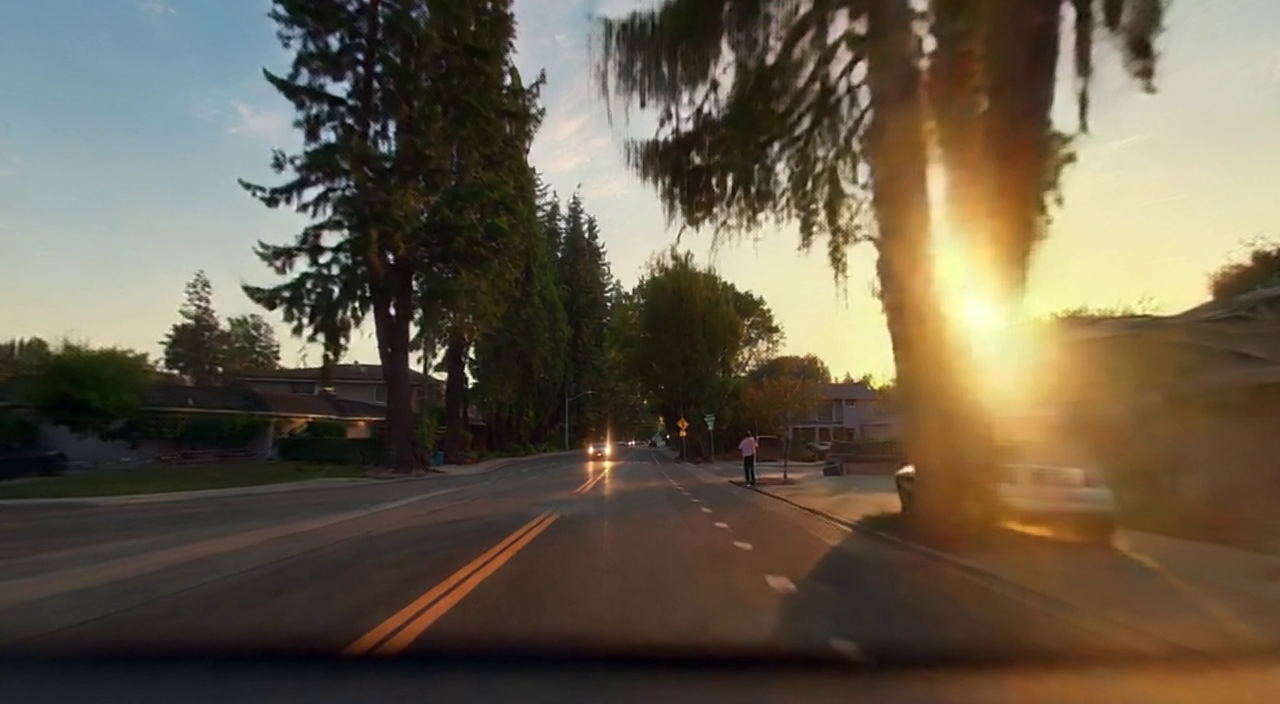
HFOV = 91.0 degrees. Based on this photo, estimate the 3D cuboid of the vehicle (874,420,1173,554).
[{"bbox_3d":[5.863,2.112,10.556,2.096,1.713,4.606,0,-9,0],"label":"vehicle"}]
